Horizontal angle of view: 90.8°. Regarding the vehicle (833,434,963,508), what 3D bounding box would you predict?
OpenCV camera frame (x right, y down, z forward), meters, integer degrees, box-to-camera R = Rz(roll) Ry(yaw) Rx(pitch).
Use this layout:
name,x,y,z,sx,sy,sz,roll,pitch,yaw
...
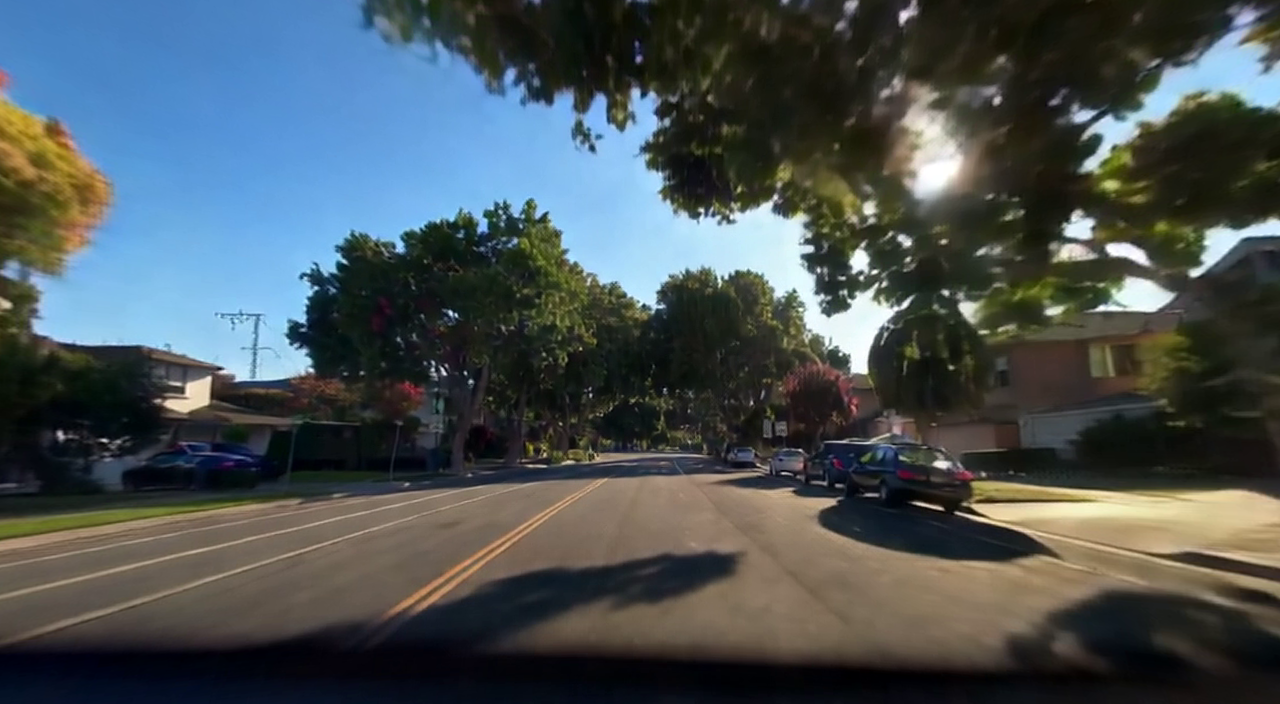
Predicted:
name,x,y,z,sx,sy,sz,roll,pitch,yaw
vehicle,6.451,2.991,16.280,1.798,1.669,3.626,0,-9,0

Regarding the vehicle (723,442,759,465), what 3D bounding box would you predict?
name,x,y,z,sx,sy,sz,roll,pitch,yaw
vehicle,7.368,7.448,46.556,1.893,1.543,4.434,0,-9,0

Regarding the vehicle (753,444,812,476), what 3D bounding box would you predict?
name,x,y,z,sx,sy,sz,roll,pitch,yaw
vehicle,6.926,5.287,31.234,1.913,1.479,4.209,0,-9,0
